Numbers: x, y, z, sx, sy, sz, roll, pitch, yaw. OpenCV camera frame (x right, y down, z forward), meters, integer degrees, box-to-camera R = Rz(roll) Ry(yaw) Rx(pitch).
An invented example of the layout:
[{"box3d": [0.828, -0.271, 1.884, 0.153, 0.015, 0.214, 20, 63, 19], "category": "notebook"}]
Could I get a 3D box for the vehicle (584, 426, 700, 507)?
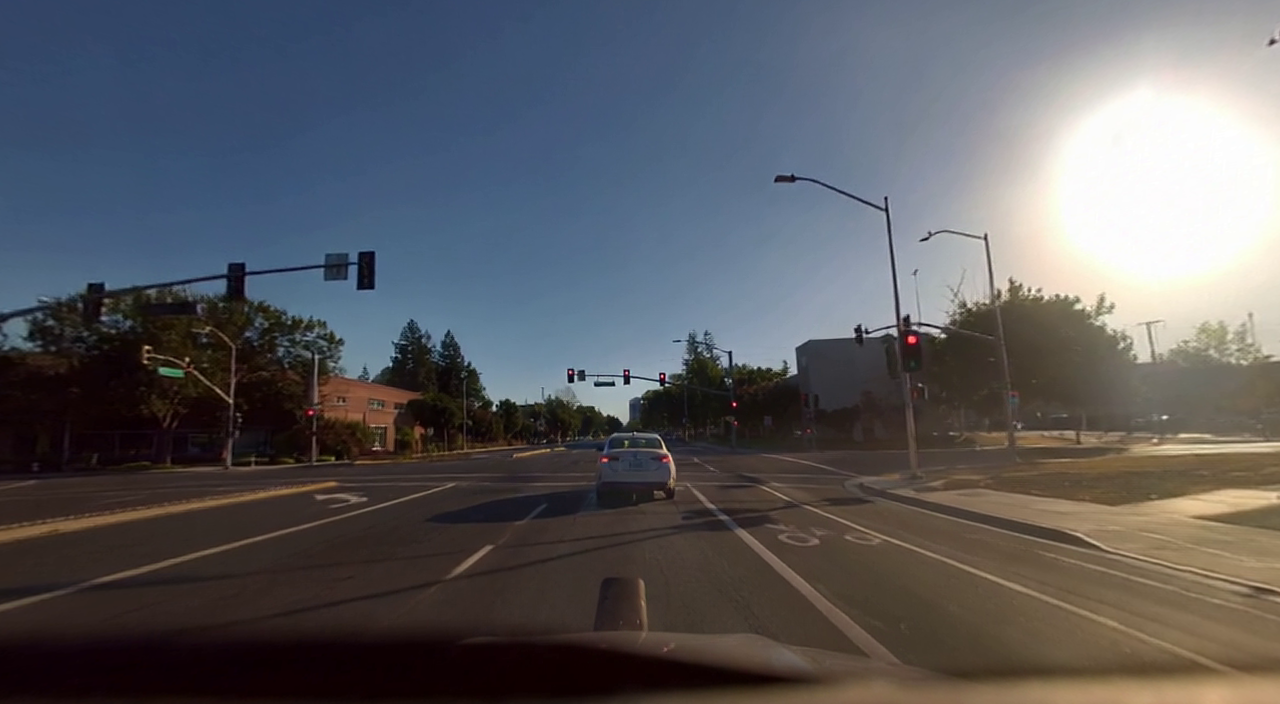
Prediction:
[{"box3d": [-0.004, 2.403, 13.595, 2.107, 1.470, 3.974, 0, -9, -1], "category": "vehicle"}]
